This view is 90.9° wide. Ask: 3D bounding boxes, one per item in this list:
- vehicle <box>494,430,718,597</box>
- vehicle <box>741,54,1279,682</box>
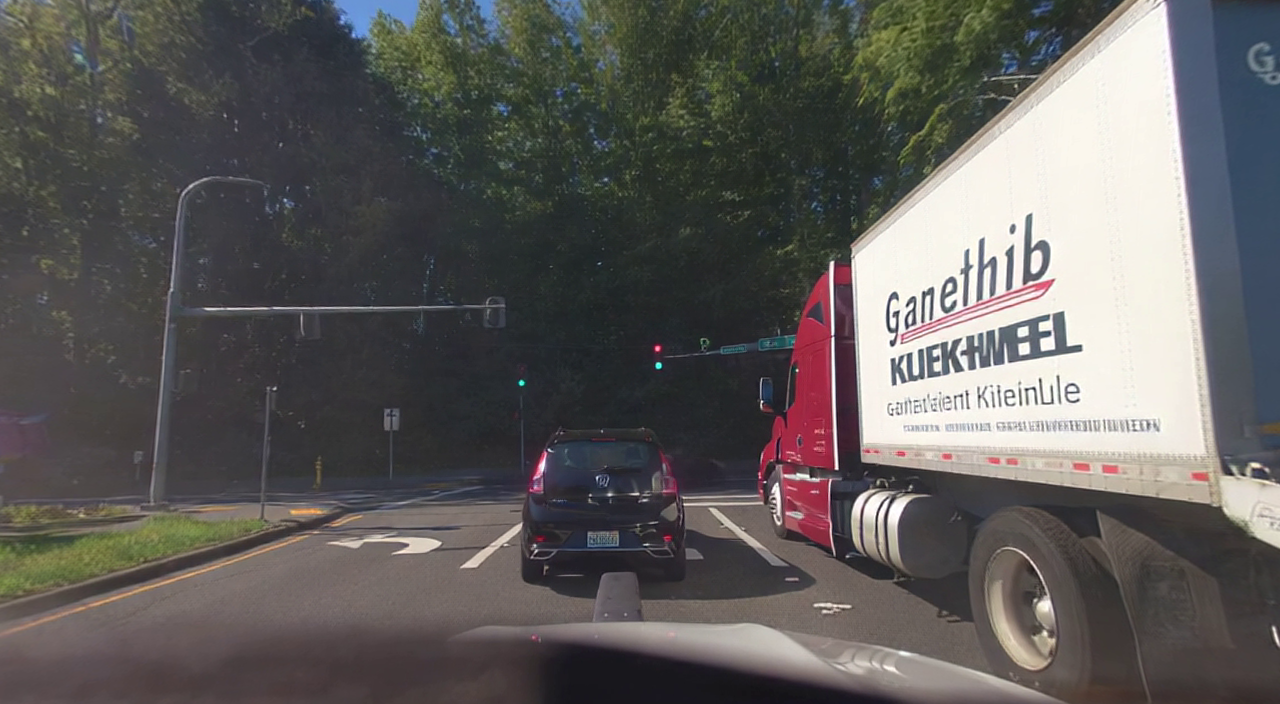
[{"bbox_3d":[-0.337,1.708,7.426,1.975,1.457,3.526,0,-9,-1],"label":"vehicle"},{"bbox_3d":[3.510,0.706,8.568,2.884,3.753,9.763,0,-9,2],"label":"vehicle"}]
